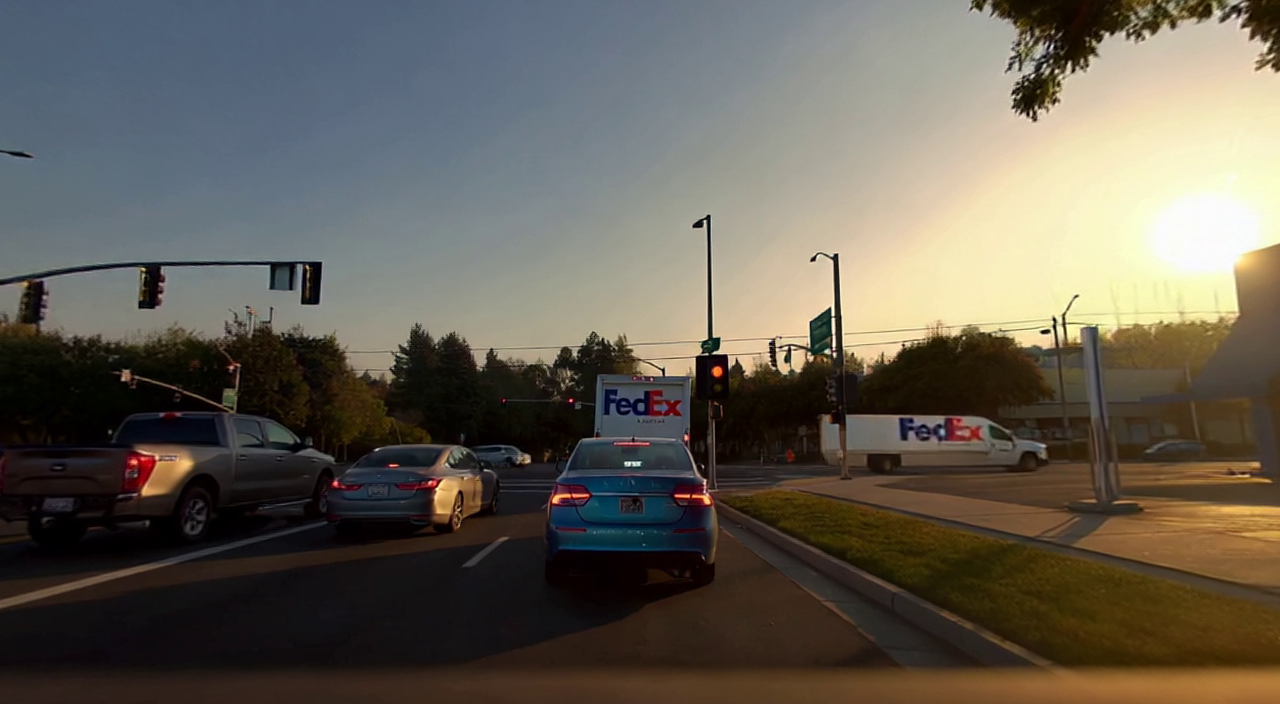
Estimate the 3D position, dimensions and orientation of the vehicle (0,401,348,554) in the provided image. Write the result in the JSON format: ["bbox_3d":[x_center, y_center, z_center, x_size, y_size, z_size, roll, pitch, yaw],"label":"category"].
[{"bbox_3d":[-7.285,1.979,10.650,2.125,1.893,5.498,0,-9,-2],"label":"vehicle"}]

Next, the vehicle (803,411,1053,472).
[{"bbox_3d":[16.458,5.244,36.764,12.889,3.380,3.345,0,-9,0],"label":"vehicle"}]

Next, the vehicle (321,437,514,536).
[{"bbox_3d":[-3.866,2.401,11.877,1.949,1.487,4.390,0,-9,1],"label":"vehicle"}]

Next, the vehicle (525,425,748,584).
[{"bbox_3d":[-0.030,1.797,8.259,2.145,1.513,4.269,0,-9,0],"label":"vehicle"}]
